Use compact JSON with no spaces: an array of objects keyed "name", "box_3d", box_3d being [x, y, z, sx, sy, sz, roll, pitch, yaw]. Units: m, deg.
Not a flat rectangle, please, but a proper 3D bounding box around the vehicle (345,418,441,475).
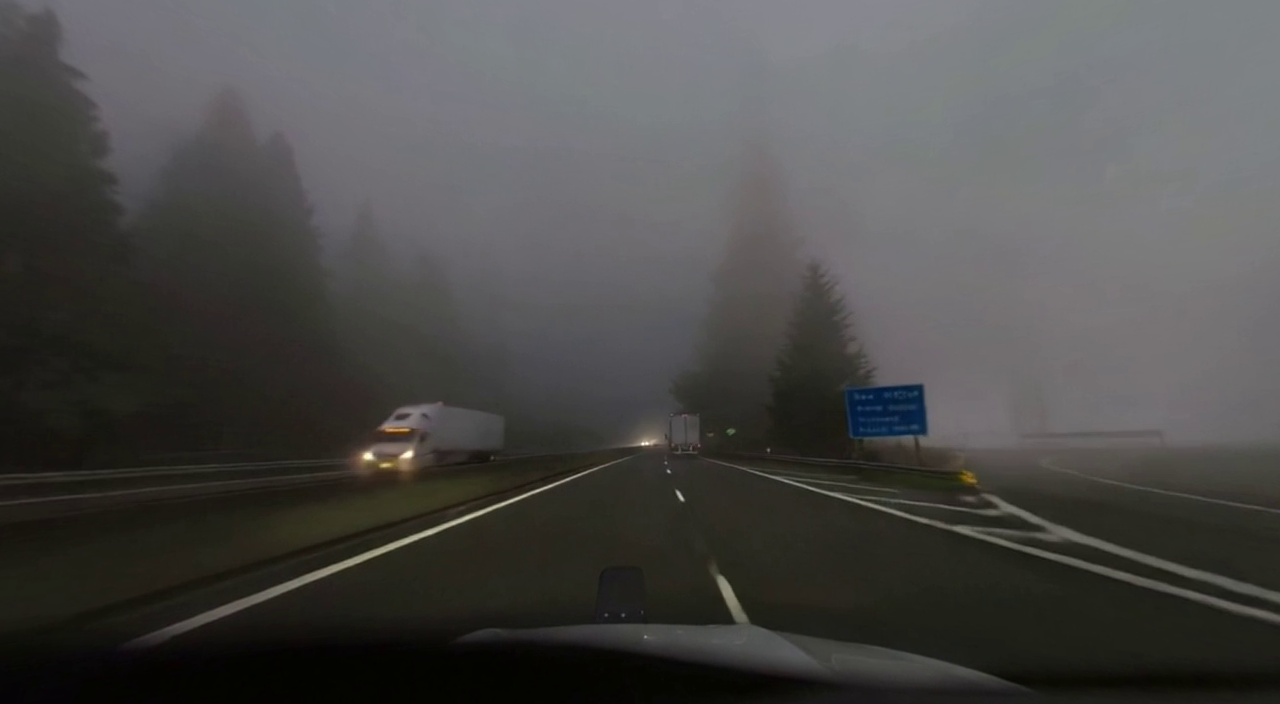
[{"name":"vehicle","box_3d":[-12.791,4.976,33.189,2.422,2.721,5.859,0,-9,2]}]
